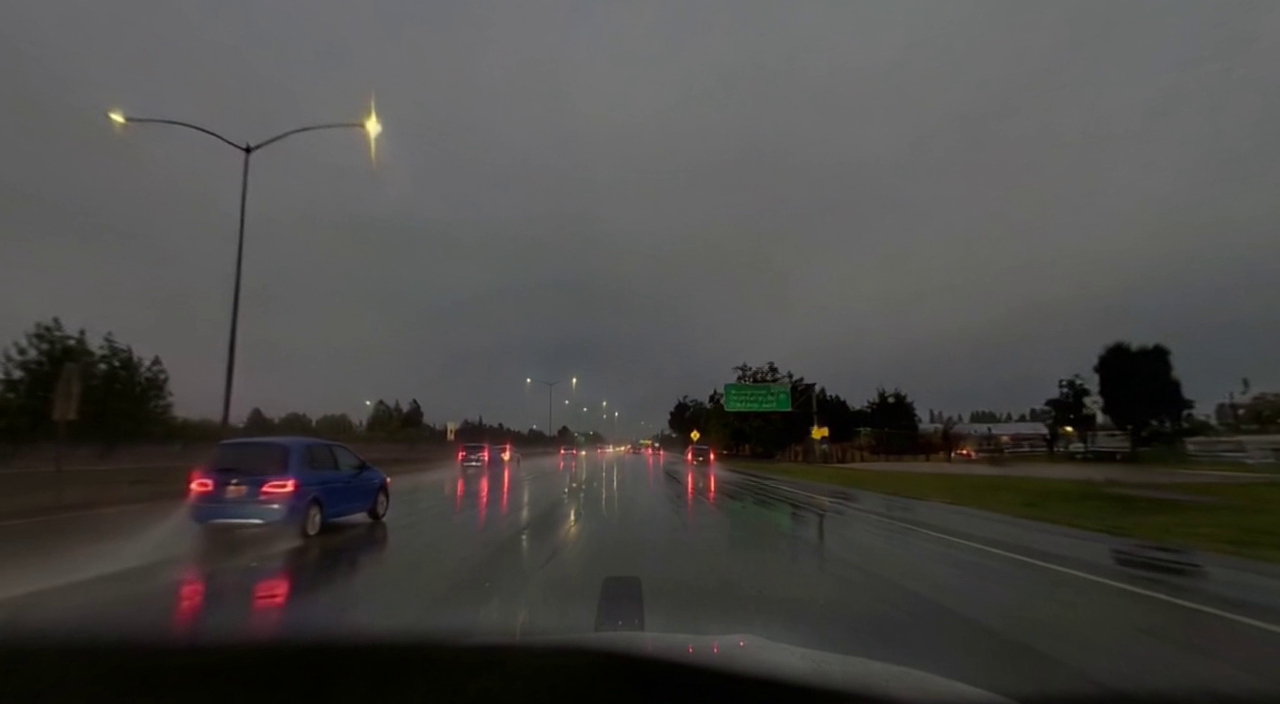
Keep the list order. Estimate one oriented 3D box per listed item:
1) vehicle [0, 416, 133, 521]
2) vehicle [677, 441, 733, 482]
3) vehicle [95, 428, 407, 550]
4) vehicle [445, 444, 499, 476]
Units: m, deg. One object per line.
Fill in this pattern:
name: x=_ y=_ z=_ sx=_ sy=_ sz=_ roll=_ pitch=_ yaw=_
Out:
vehicle: x=-14.482 y=2.469 z=13.415 sx=2.654 sy=2.145 sz=5.489 roll=0 pitch=-8 yaw=1
vehicle: x=3.170 y=5.477 z=31.830 sx=2.184 sy=1.892 sz=4.763 roll=0 pitch=-8 yaw=-1
vehicle: x=-6.835 y=2.453 z=12.149 sx=2.524 sy=1.806 sz=5.325 roll=0 pitch=-8 yaw=1
vehicle: x=-10.823 y=6.957 z=40.830 sx=2.137 sy=1.873 sz=4.687 roll=0 pitch=-8 yaw=1
